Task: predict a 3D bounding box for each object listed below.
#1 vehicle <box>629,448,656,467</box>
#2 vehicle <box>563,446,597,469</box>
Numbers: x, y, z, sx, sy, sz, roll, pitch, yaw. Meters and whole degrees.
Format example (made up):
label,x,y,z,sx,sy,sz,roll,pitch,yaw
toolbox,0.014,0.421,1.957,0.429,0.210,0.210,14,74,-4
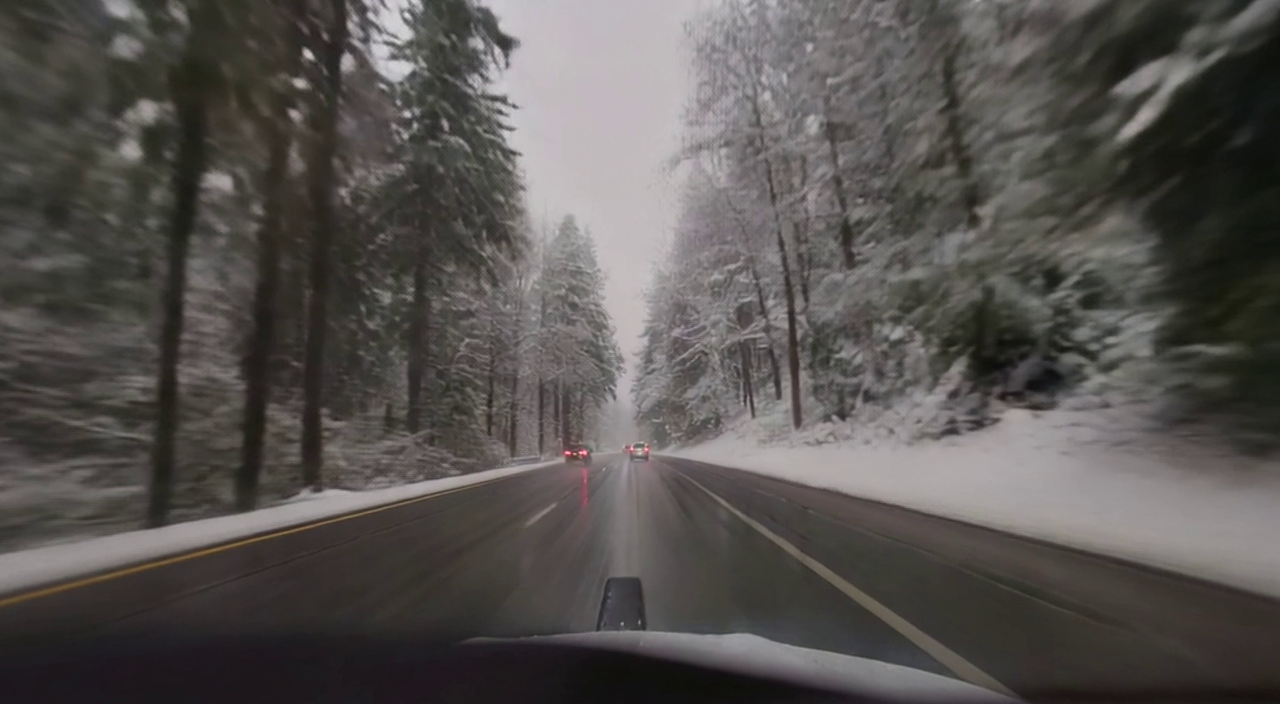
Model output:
label,x,y,z,sx,sy,sz,roll,pitch,yaw
vehicle,0.198,8.176,49.087,1.989,1.402,3.831,0,-9,0
vehicle,-4.229,7.531,45.087,2.112,1.498,4.117,0,-9,0
